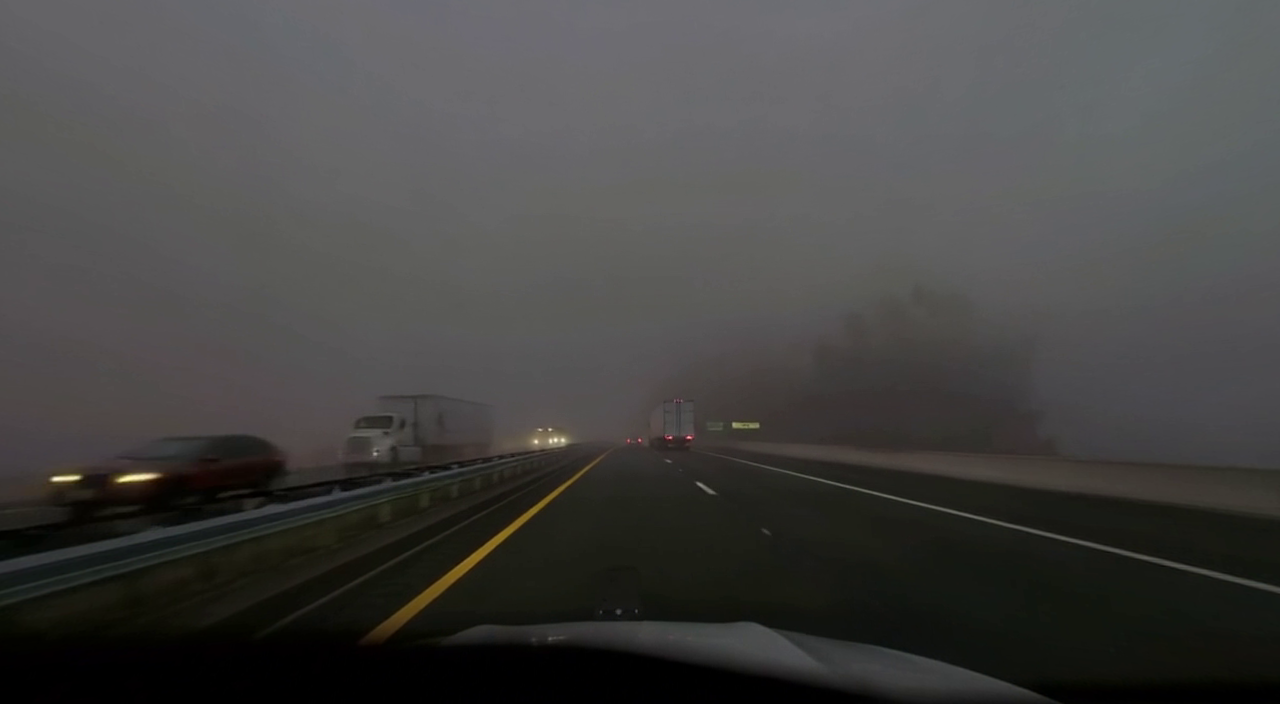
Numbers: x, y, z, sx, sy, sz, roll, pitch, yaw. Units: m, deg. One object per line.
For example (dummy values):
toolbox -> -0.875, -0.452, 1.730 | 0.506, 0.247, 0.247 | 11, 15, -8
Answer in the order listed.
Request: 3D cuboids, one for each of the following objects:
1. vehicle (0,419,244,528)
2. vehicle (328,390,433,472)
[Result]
vehicle -> -10.931, 2.443, 13.338 | 2.007, 1.888, 4.537 | 0, -8, 0
vehicle -> -13.616, 4.230, 33.666 | 2.984, 3.955, 6.098 | 0, -8, -1
